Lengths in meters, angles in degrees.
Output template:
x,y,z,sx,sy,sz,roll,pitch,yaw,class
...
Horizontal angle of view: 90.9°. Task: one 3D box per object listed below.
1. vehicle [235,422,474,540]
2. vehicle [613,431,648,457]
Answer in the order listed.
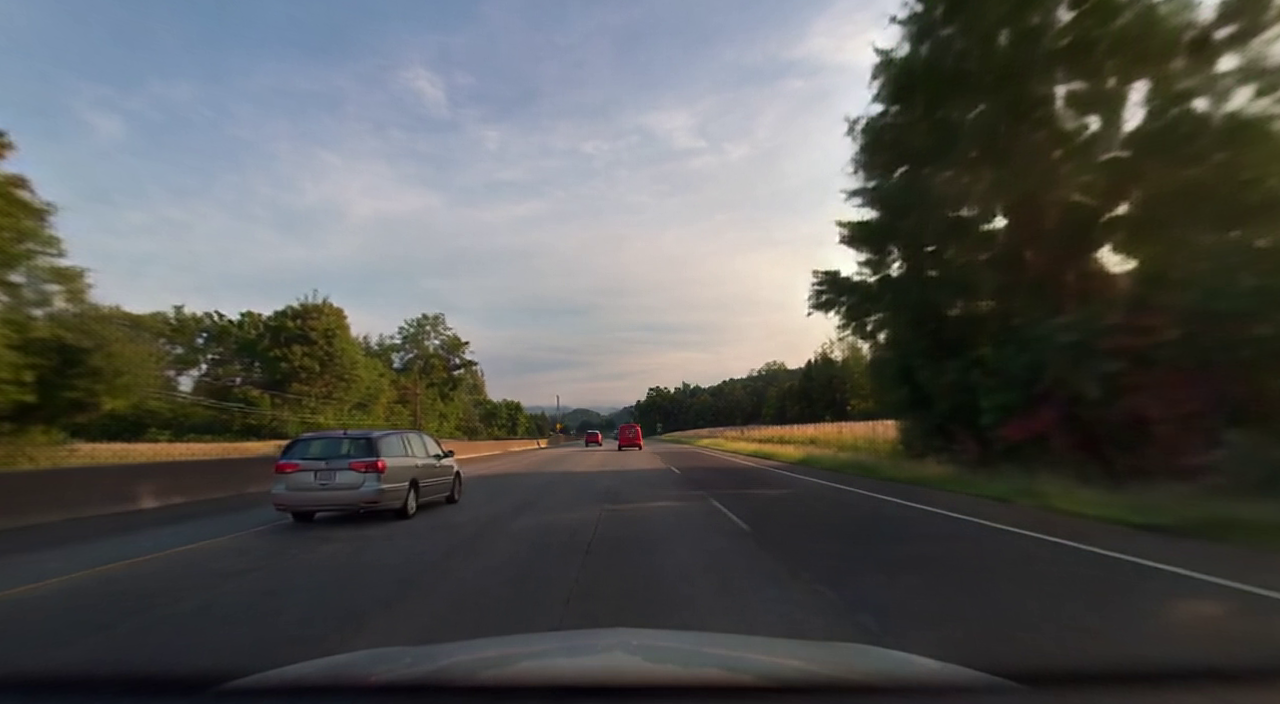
x,y,z,sx,sy,sz,roll,pitch,yaw,class
-4.186,1.925,10.120,1.931,1.483,4.105,0,-8,0,vehicle
-0.599,6.078,41.621,2.162,1.616,4.242,0,-8,-1,vehicle
